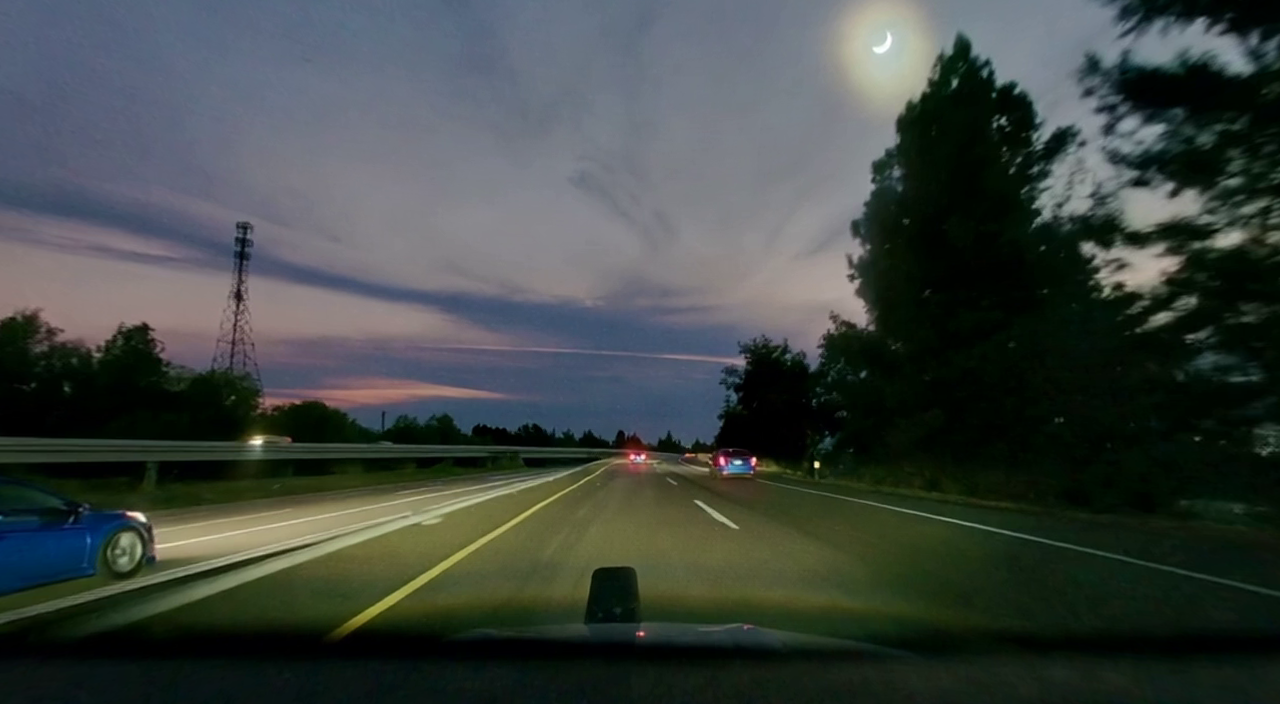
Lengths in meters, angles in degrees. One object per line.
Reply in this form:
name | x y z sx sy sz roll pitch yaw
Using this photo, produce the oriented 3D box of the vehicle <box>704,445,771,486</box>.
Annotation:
vehicle | 3.915 4.638 26.098 2.030 1.526 4.165 0 -9 -1
